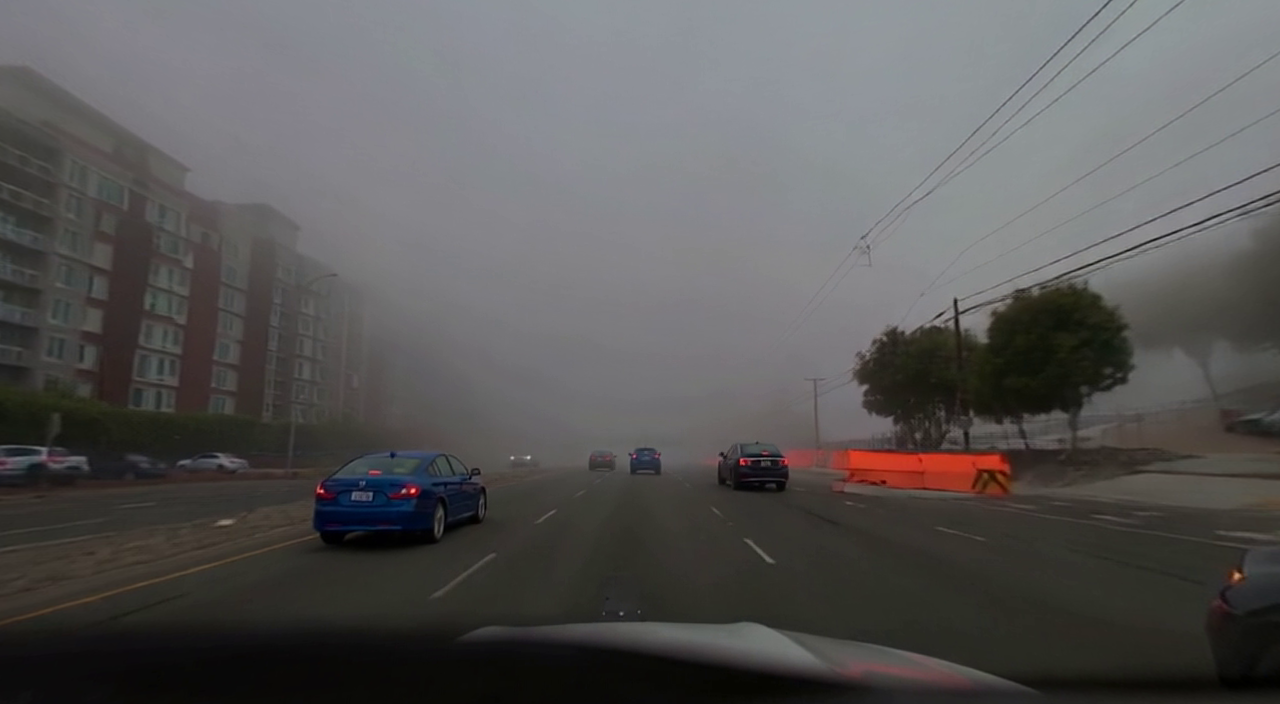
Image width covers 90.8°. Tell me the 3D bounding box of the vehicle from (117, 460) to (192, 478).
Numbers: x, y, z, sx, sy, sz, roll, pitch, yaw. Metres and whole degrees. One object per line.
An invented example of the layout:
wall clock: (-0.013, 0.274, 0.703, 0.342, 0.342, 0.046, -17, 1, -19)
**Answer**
vehicle: (-36.536, 8.786, 47.602, 4.090, 1.271, 1.813, 0, -8, -2)

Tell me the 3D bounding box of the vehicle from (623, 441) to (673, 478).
vehicle: (0.388, 5.267, 31.269, 2.291, 1.714, 4.217, 0, -8, 1)

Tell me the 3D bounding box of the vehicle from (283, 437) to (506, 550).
vehicle: (-3.682, 2.177, 10.476, 1.968, 1.473, 4.209, 0, -8, 0)

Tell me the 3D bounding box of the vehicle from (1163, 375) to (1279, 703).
vehicle: (3.439, 0.662, 0.870, 1.975, 1.598, 4.025, 0, -9, 1)

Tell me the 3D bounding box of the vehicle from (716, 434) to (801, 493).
vehicle: (3.871, 3.721, 21.441, 2.029, 1.797, 4.218, 0, -8, -1)

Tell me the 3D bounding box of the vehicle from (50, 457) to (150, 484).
vehicle: (-35.892, 7.873, 42.099, 4.614, 1.668, 2.011, 1, -9, -7)

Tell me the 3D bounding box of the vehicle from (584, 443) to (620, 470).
vehicle: (-2.696, 7.518, 45.506, 2.190, 1.832, 4.417, 0, -8, 1)
